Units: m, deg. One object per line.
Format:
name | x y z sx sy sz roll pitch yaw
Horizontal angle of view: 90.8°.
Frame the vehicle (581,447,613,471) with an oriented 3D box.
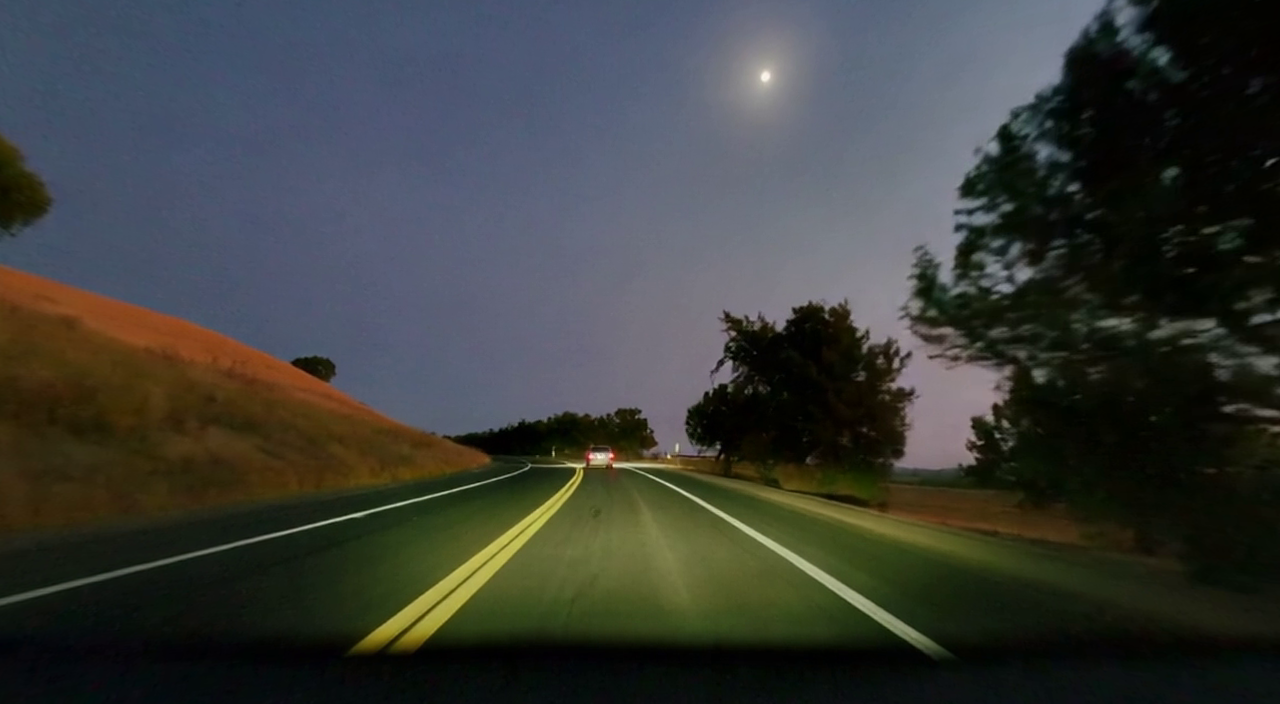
vehicle | -3.390 8.241 49.000 2.195 1.749 4.260 1 -9 -8
